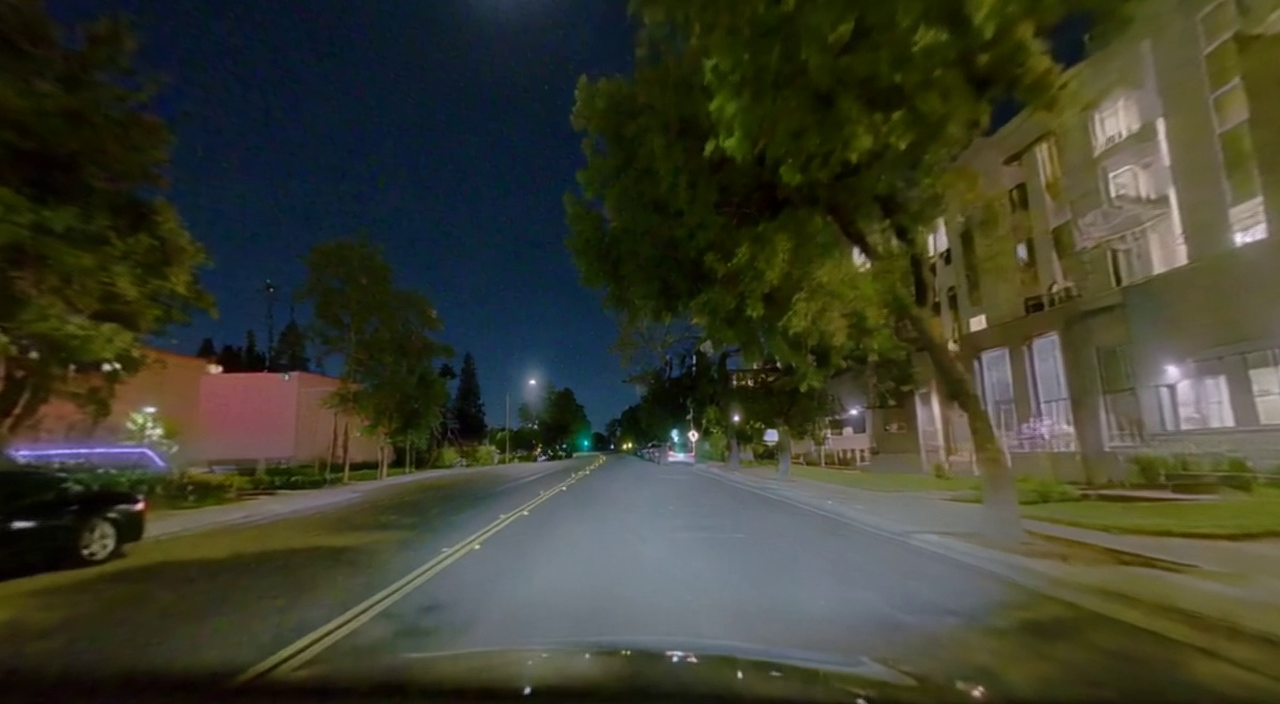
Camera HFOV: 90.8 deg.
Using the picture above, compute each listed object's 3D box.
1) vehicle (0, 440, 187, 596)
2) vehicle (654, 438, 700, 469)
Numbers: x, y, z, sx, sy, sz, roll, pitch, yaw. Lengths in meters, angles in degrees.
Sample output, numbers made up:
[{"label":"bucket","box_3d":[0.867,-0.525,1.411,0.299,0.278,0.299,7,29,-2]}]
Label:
[{"label":"vehicle","box_3d":[-7.397,1.810,6.844,1.928,1.537,4.439,-4,-8,-3]},{"label":"vehicle","box_3d":[2.247,6.345,39.696,2.248,1.821,5.021,0,-8,-4]}]
